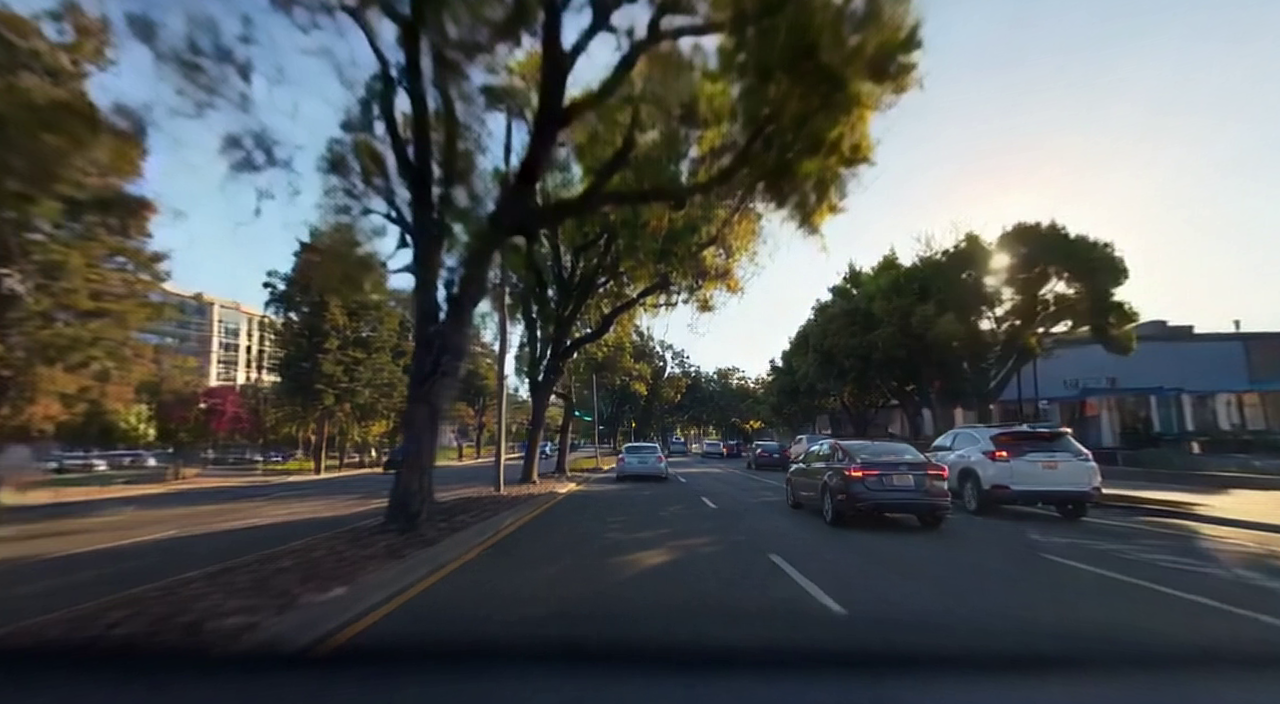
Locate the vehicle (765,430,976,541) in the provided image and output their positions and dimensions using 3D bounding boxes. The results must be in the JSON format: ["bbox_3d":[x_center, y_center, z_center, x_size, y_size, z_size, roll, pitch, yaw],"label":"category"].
[{"bbox_3d":[3.519,2.107,10.629,1.858,1.466,4.230,0,-8,-1],"label":"vehicle"}]

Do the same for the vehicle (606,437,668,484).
[{"bbox_3d":[-0.093,3.760,22.110,1.994,1.479,3.647,0,-8,0],"label":"vehicle"}]

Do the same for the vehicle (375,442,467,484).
[{"bbox_3d":[-8.529,4.337,25.093,1.993,1.458,4.614,-1,-8,0],"label":"vehicle"}]

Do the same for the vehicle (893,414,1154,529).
[{"bbox_3d":[7.035,2.245,12.396,2.134,1.810,4.590,0,-8,-1],"label":"vehicle"}]

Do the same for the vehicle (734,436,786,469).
[{"bbox_3d":[6.927,5.864,36.965,2.068,1.779,4.567,0,-8,-1],"label":"vehicle"}]
